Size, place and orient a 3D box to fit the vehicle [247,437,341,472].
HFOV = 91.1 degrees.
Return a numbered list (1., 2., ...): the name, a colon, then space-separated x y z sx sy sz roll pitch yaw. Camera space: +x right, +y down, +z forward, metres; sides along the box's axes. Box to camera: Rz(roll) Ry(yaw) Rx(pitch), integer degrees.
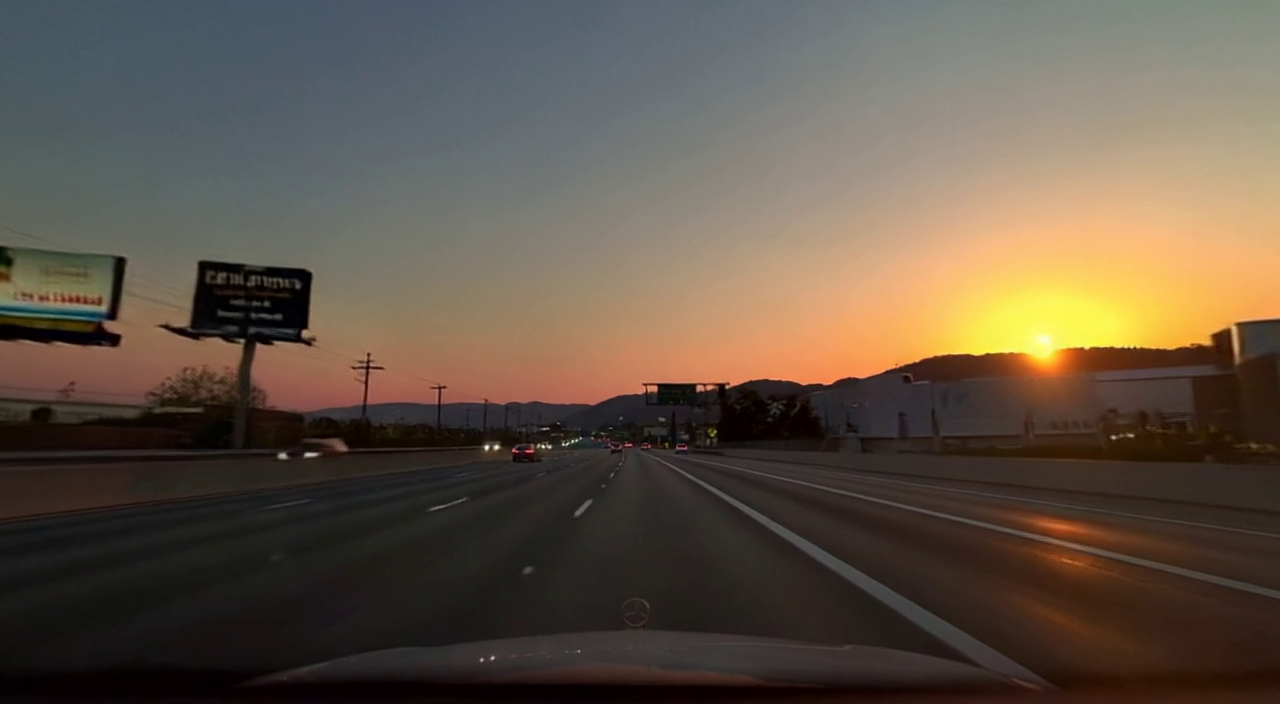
1. vehicle: -18.837 5.600 34.560 2.091 1.748 5.346 0 -9 1
